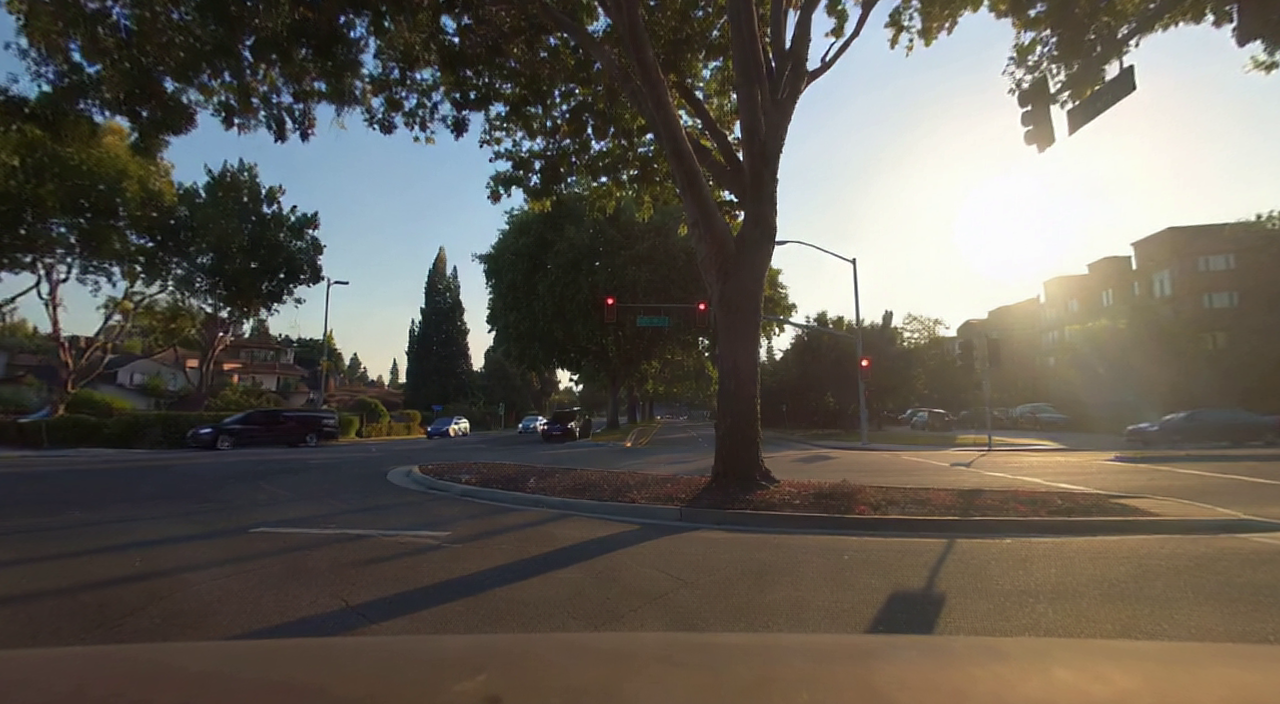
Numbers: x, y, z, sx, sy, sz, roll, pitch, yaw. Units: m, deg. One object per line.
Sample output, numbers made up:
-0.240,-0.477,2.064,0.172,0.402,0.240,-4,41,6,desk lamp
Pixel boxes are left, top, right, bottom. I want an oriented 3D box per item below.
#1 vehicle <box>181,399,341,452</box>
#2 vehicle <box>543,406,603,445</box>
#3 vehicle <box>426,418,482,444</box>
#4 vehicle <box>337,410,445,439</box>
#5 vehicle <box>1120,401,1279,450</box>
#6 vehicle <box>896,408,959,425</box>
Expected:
-15.066,3.053,25.478,2.340,1.902,4.920,-5,-10,27,vehicle
-3.473,4.012,33.915,2.306,1.907,5.382,-1,-9,4,vehicle
-11.414,4.940,39.134,1.899,1.510,4.294,-1,-8,4,vehicle
-17.133,5.100,43.761,6.496,1.847,2.164,8,-12,-42,vehicle
20.037,2.625,22.287,4.454,1.643,1.809,-1,-9,9,vehicle
21.999,4.940,48.442,3.933,1.219,1.700,-1,-9,3,vehicle
